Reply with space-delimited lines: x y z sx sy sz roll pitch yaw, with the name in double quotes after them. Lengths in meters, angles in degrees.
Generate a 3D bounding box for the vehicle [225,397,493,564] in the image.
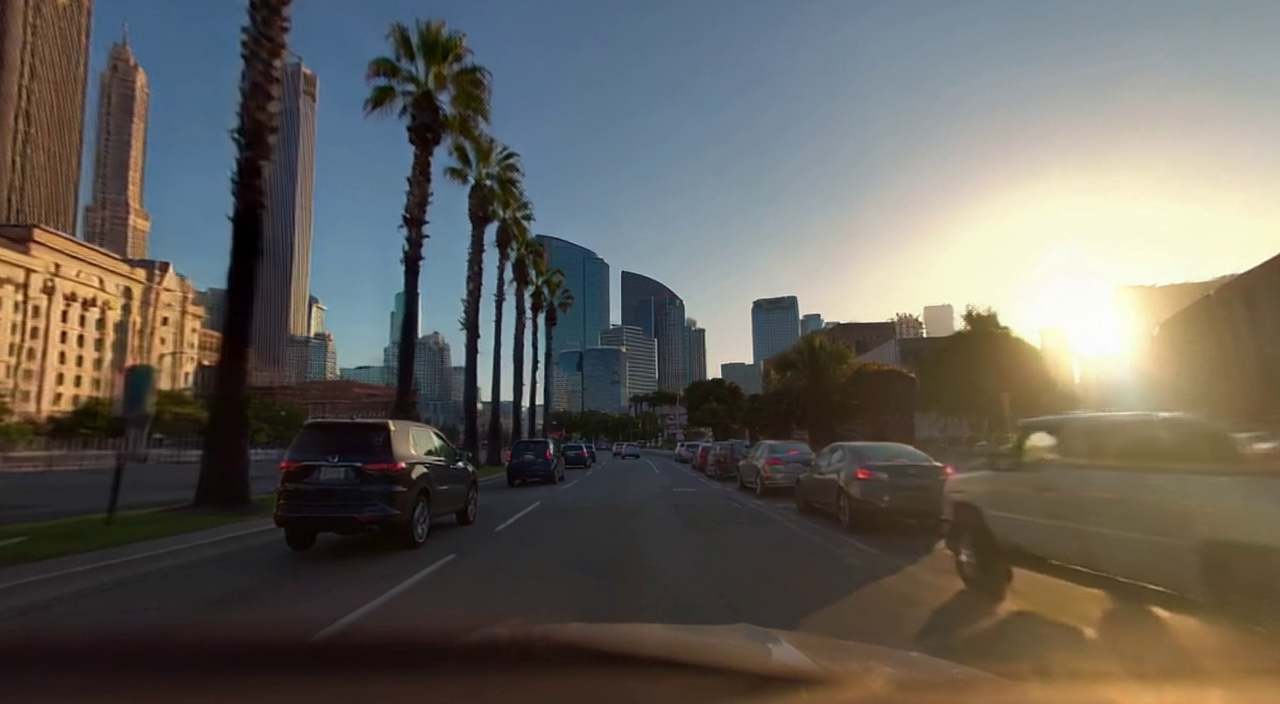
-3.540 1.700 8.978 1.800 1.797 4.224 0 -8 1 "vehicle"

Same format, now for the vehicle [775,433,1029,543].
4.019 2.172 10.822 2.138 1.447 4.793 0 -8 -2 "vehicle"

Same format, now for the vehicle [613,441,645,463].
-0.816 6.908 43.512 2.036 1.461 3.890 1 -8 -4 "vehicle"

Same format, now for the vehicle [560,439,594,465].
-4.227 6.756 42.734 1.955 1.637 4.243 0 -8 -1 "vehicle"

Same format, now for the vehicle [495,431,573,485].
-3.684 3.766 22.668 2.014 1.740 4.392 0 -8 0 "vehicle"

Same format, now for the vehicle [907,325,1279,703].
4.049 1.037 4.388 2.035 1.902 5.079 0 -8 -1 "vehicle"
